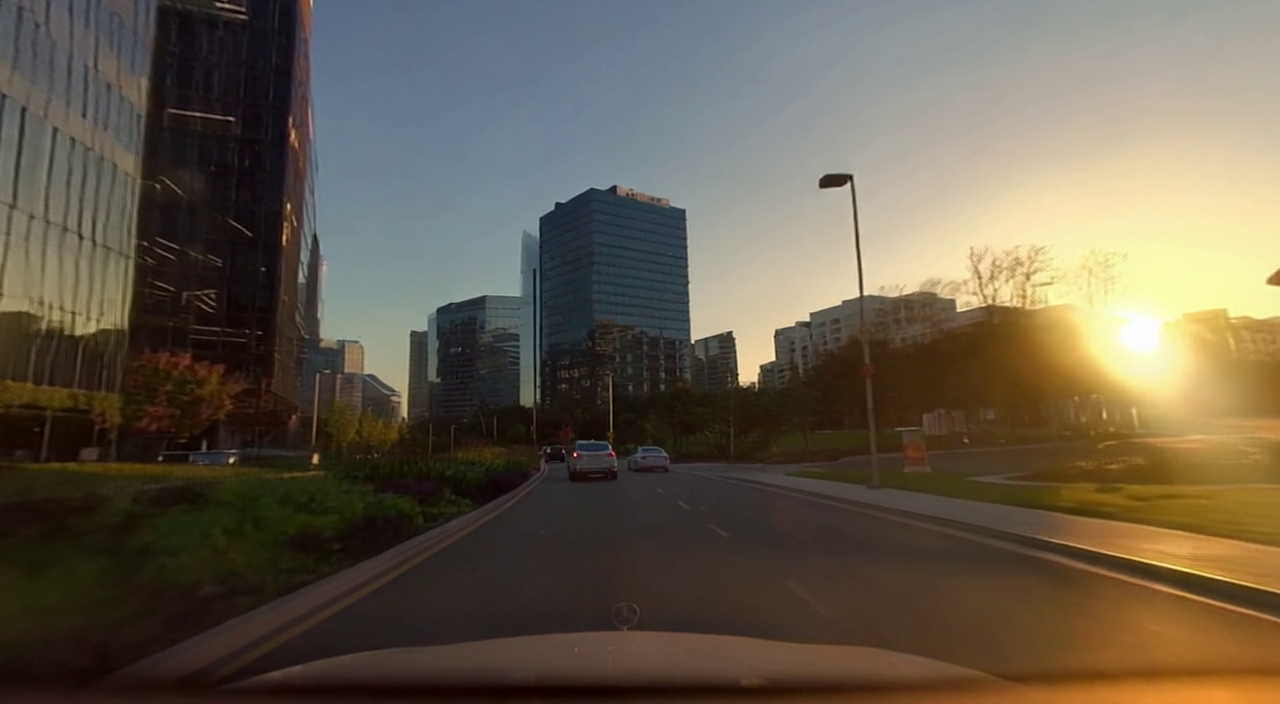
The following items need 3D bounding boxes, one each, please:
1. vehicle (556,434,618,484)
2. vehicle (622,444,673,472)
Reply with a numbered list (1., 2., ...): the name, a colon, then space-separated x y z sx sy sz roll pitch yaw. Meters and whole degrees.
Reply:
1. vehicle: -2.073 4.147 24.611 2.173 1.761 4.374 1 -9 -5
2. vehicle: 0.357 6.125 36.500 2.116 1.506 4.355 2 -9 -11
